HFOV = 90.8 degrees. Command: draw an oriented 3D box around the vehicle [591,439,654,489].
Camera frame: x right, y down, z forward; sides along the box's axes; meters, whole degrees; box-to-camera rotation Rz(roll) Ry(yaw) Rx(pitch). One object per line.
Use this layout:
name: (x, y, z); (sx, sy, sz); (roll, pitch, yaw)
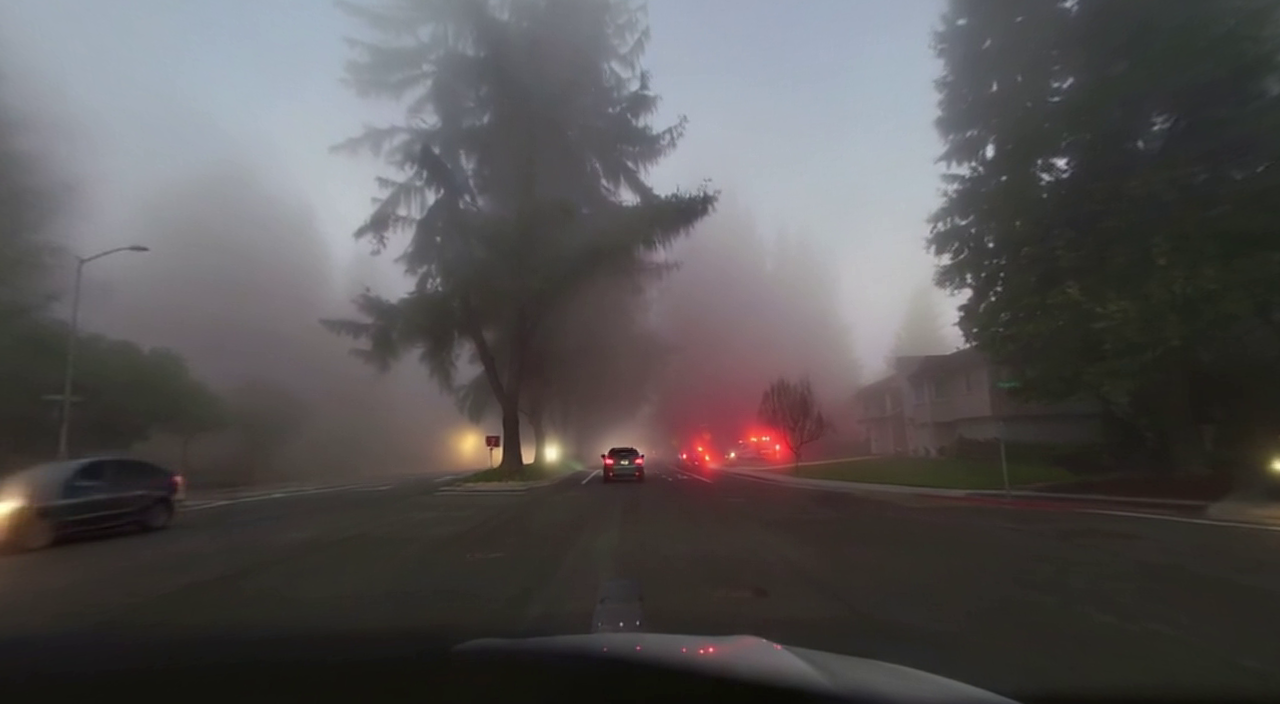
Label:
vehicle: (-0.603, 4.051, 23.230); (2.106, 1.655, 3.717); (0, -8, -1)

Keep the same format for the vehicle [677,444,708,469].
vehicle: (3.904, 7.822, 47.605); (2.045, 1.776, 4.851); (0, -8, 2)

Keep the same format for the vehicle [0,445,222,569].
vehicle: (-8.606, 2.239, 9.894); (1.861, 1.516, 3.752); (1, -8, -7)
